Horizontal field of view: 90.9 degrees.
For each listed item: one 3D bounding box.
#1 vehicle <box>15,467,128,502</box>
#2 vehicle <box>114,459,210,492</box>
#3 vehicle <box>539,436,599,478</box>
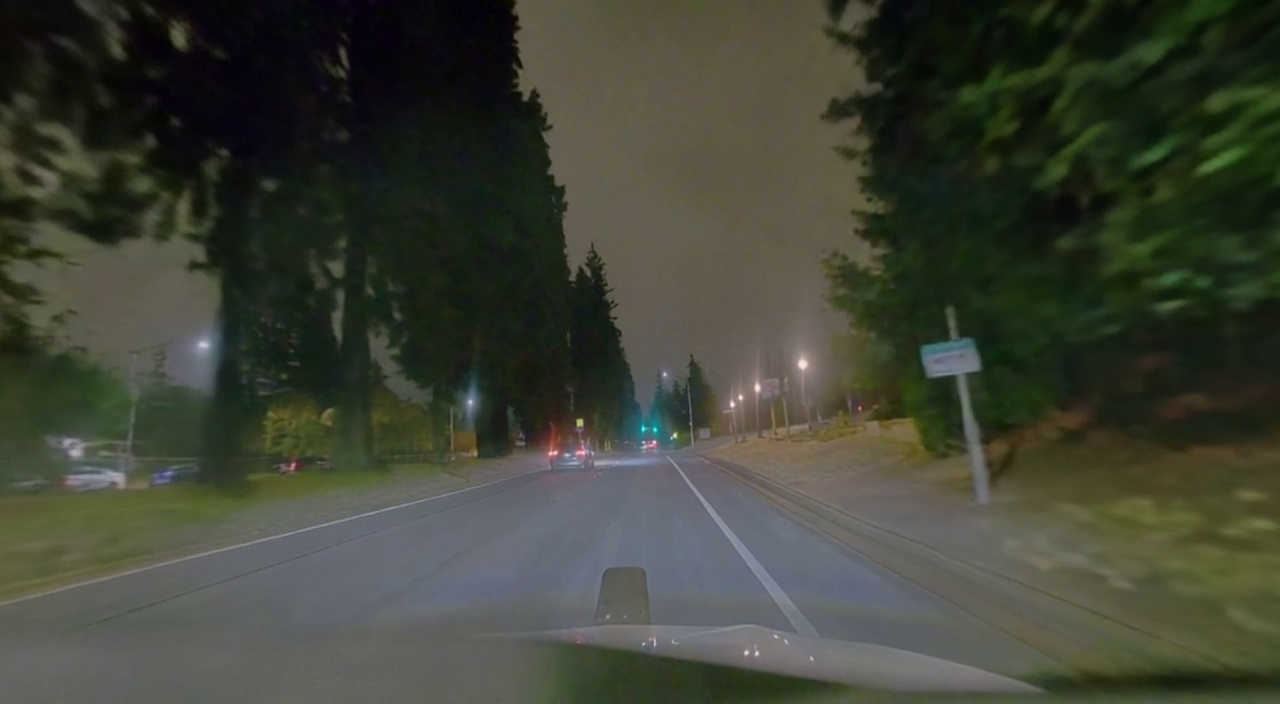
[{"bbox_3d":[-29.788,6.929,33.241,1.862,1.478,4.488,-2,-8,0],"label":"vehicle"},{"bbox_3d":[-29.684,7.668,39.392,1.992,1.792,4.929,0,-8,2],"label":"vehicle"},{"bbox_3d":[-3.076,4.637,28.114,2.016,1.694,4.335,0,-8,2],"label":"vehicle"}]
